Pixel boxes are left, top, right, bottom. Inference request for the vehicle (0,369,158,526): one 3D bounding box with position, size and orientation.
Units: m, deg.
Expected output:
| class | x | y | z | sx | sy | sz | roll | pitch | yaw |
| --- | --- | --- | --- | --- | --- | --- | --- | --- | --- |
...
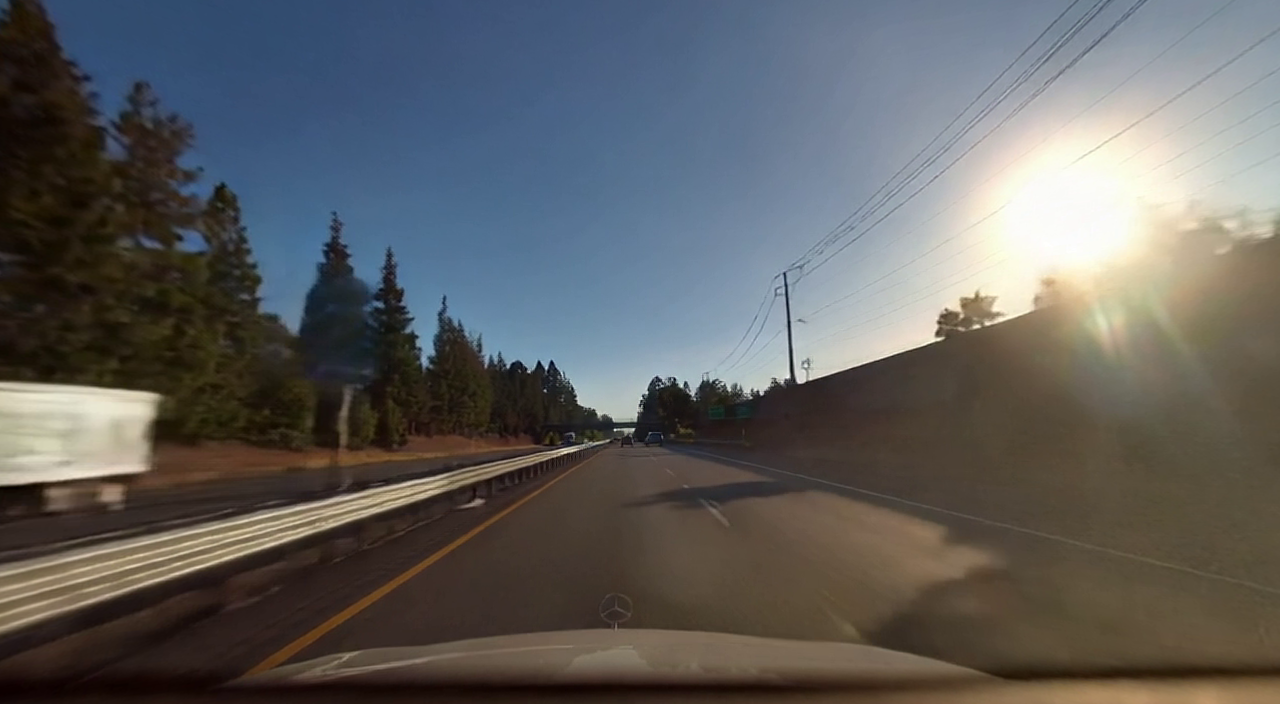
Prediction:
| class | x | y | z | sx | sy | sz | roll | pitch | yaw |
| --- | --- | --- | --- | --- | --- | --- | --- | --- | --- |
| vehicle | -13.108 | 1.805 | 11.925 | 2.579 | 2.887 | 6.759 | 0 | -8 | 0 |
